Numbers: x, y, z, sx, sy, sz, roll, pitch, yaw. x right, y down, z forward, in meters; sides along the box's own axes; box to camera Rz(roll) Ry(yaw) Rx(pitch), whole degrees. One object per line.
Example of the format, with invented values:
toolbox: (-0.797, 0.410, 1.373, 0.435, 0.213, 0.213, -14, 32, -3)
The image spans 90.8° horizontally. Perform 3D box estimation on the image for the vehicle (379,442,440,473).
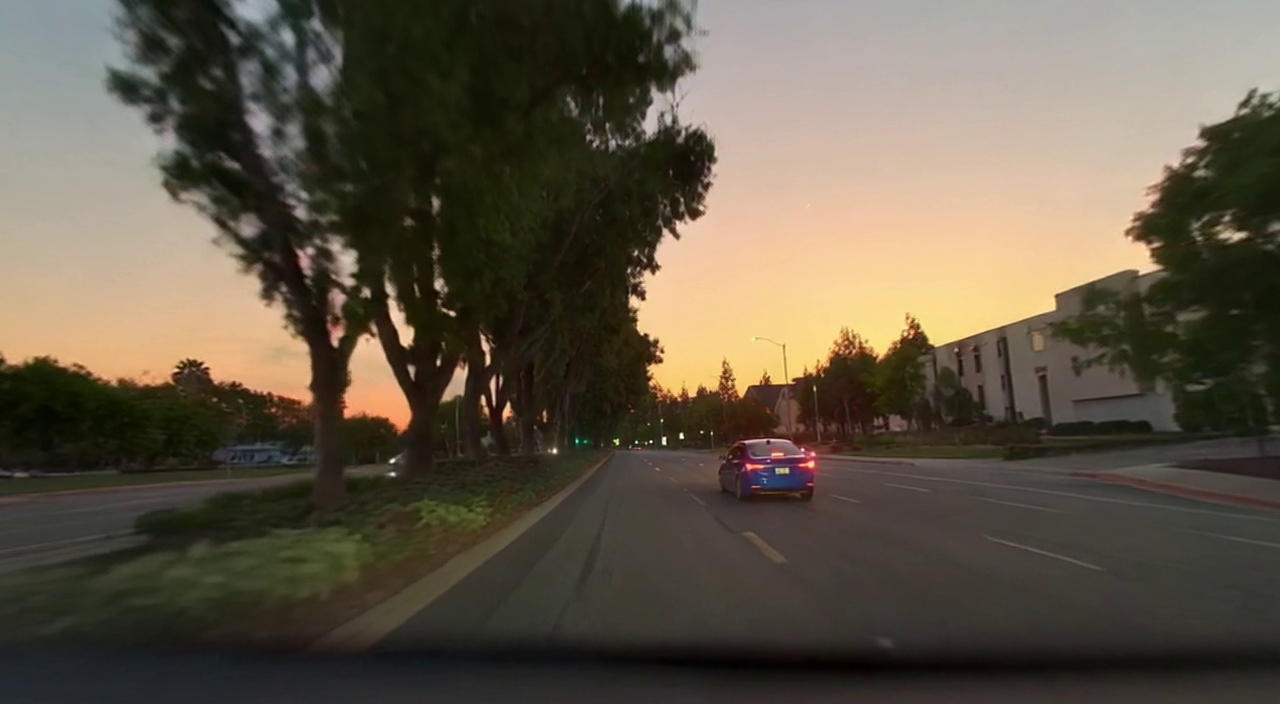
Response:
vehicle: (-15.738, 7.207, 43.510, 2.234, 1.957, 5.941, 0, -8, -3)

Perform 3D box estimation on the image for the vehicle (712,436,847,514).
vehicle: (2.927, 2.668, 14.276, 1.950, 1.473, 4.259, 0, -8, -2)
